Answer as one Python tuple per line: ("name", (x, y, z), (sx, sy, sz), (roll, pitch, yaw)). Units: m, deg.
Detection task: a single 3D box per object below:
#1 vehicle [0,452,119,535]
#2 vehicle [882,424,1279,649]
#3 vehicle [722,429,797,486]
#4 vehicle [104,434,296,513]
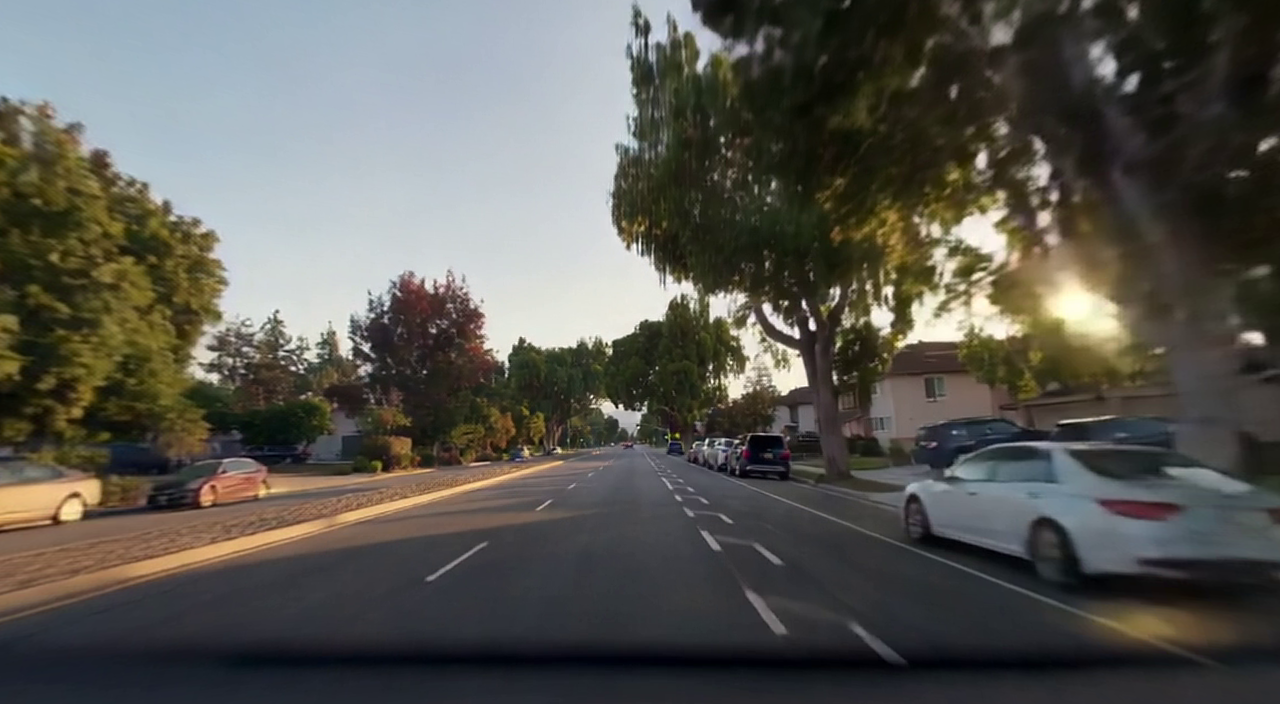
("vehicle", (-12.553, 2.683, 11.642), (1.925, 1.498, 4.850), (-5, -9, -1))
("vehicle", (4.691, 1.595, 6.808), (2.035, 1.498, 4.910), (0, -8, -2))
("vehicle", (4.404, 3.940, 24.164), (2.074, 1.838, 5.402), (1, -8, 3))
("vehicle", (-12.601, 3.501, 18.652), (2.075, 1.917, 4.984), (-2, -9, 0))
